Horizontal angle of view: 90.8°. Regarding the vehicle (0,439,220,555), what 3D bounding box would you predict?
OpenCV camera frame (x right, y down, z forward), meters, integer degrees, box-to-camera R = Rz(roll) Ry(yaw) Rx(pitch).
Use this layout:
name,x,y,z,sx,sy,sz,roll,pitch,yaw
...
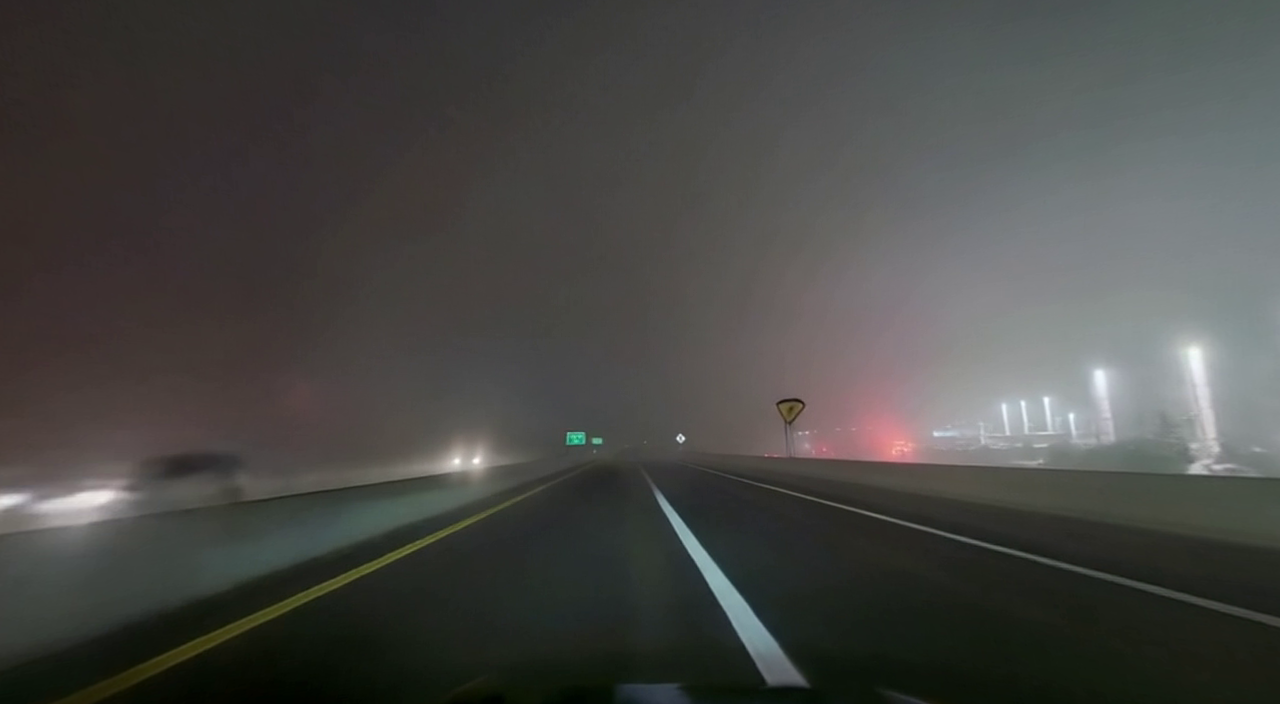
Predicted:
name,x,y,z,sx,sy,sz,roll,pitch,yaw
vehicle,-9.900,2.399,11.112,2.071,1.621,4.273,0,-9,-1
